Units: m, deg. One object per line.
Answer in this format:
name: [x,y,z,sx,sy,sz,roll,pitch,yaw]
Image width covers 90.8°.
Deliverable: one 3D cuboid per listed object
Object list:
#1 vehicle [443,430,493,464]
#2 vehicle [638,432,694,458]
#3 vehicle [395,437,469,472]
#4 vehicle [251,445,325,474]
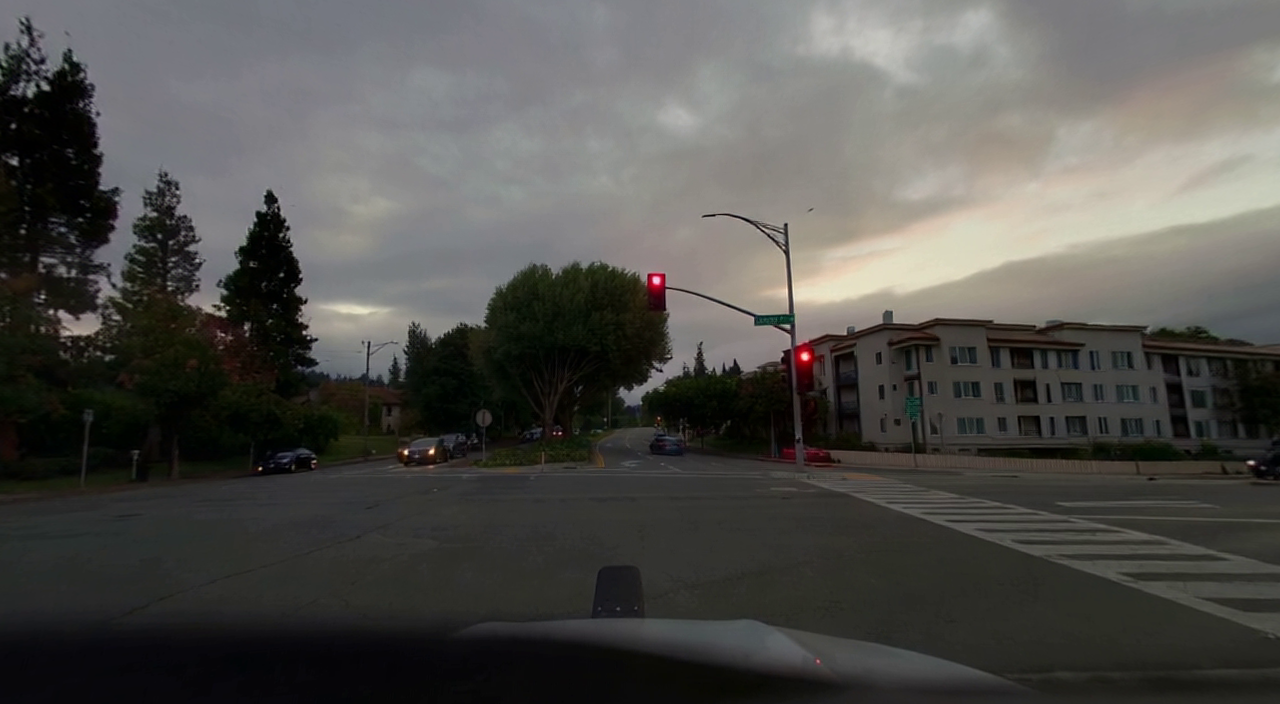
vehicle: [-9.788,5.456,36.187,1.910,1.818,4.057,0,-9,-3]
vehicle: [1.592,5.943,40.387,2.073,1.571,4.790,3,-9,-17]
vehicle: [-9.685,4.794,29.776,2.116,1.521,4.294,0,-9,-1]
vehicle: [-21.109,6.463,38.095,1.981,1.628,4.336,0,-9,-1]
